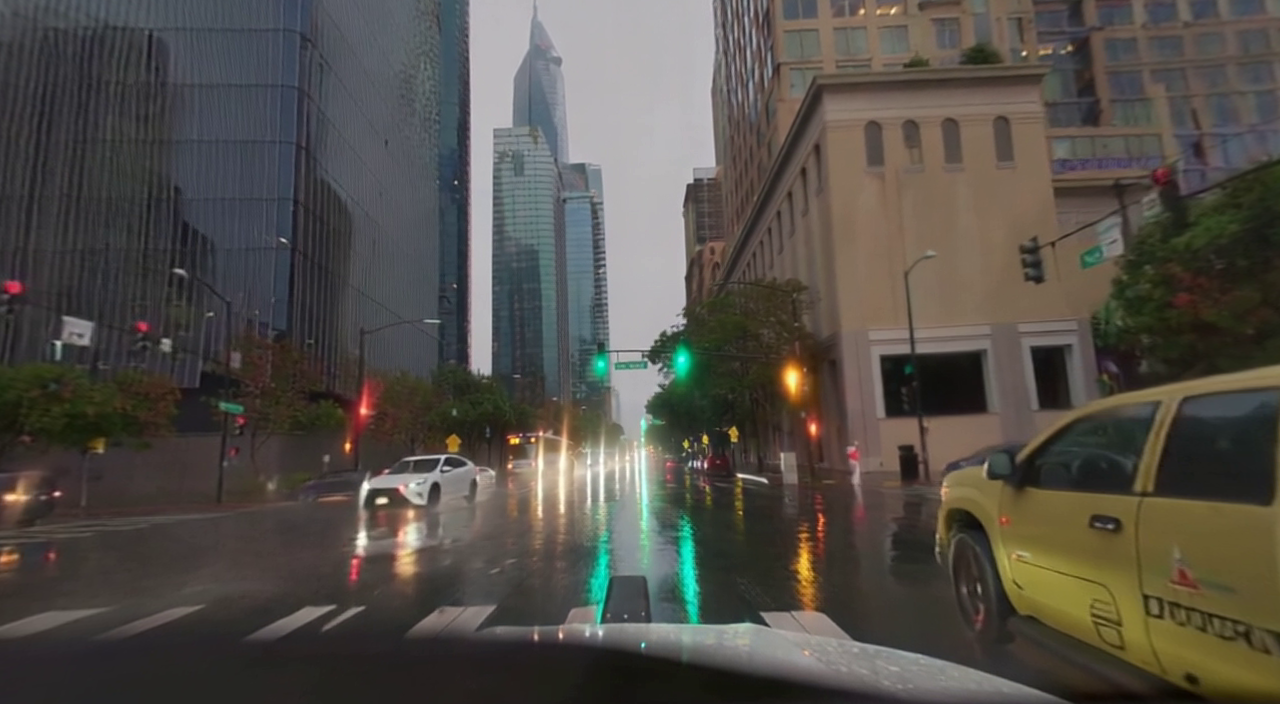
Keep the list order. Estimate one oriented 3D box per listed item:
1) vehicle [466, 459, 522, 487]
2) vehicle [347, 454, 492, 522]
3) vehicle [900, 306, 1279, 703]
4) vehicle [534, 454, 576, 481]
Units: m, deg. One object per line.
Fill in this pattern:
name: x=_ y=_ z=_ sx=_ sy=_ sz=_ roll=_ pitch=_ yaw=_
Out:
vehicle: x=-8.950 y=7.440 z=39.046 sx=2.003 sy=1.489 sz=4.656 roll=-1 pitch=-9 yaw=4
vehicle: x=-5.532 y=3.449 z=16.637 sx=1.956 sy=1.457 sz=4.958 roll=0 pitch=-9 yaw=1
vehicle: x=3.296 y=0.852 z=2.707 sx=2.118 sy=1.848 sz=5.426 roll=0 pitch=-9 yaw=1
vehicle: x=-5.407 y=7.422 z=40.707 sx=1.997 sy=1.610 sz=4.144 roll=0 pitch=-9 yaw=2
